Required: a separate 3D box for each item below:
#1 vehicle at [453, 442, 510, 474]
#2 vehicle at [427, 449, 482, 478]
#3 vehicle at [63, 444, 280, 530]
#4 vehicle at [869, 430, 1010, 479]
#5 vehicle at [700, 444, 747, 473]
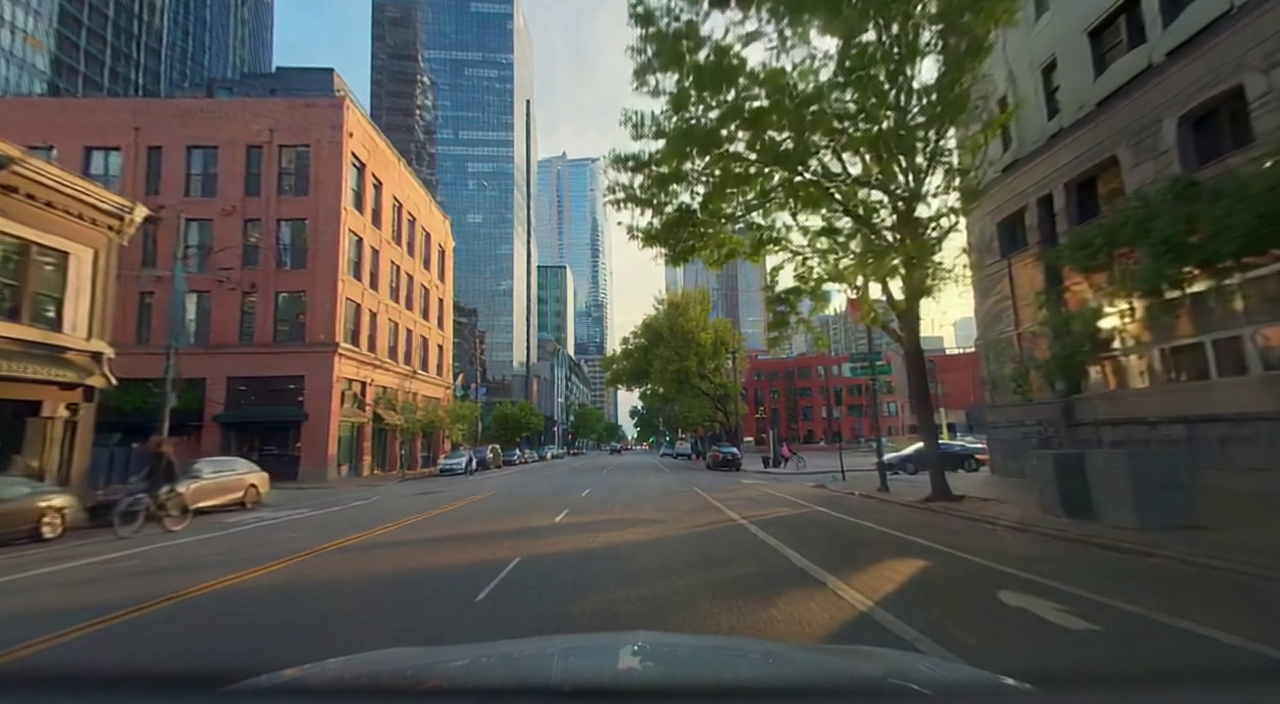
[{"bbox_3d":[-11.135,7.530,44.994,2.574,1.922,6.292,-4,-9,-2],"label":"vehicle"},{"bbox_3d":[-11.316,6.807,38.859,1.992,1.629,4.773,0,-9,-1],"label":"vehicle"},{"bbox_3d":[-10.957,3.199,15.296,1.977,1.697,4.285,-2,-10,0],"label":"vehicle"},{"bbox_3d":[11.469,3.946,24.437,4.380,1.608,1.942,-2,-9,-1],"label":"vehicle"},{"bbox_3d":[4.662,6.024,35.892,1.929,1.522,4.543,0,-9,-1],"label":"vehicle"}]
